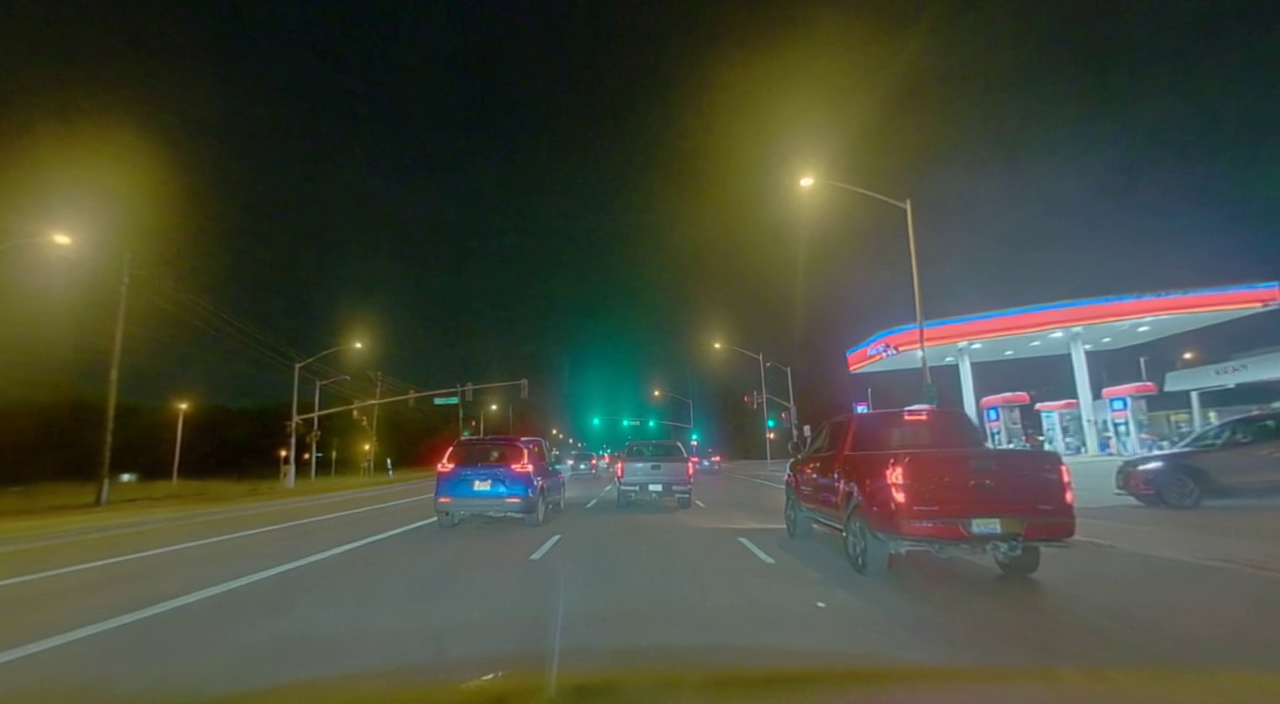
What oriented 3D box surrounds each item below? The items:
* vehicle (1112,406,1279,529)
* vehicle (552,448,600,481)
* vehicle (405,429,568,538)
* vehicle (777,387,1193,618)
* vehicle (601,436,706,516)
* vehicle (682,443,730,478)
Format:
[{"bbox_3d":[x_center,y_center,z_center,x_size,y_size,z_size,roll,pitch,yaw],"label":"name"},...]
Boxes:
[{"bbox_3d":[13.003,2.087,12.547,5.925,2.008,2.478,0,-8,-16],"label":"vehicle"},{"bbox_3d":[-3.161,5.659,32.000,1.954,1.497,4.078,0,-8,1],"label":"vehicle"},{"bbox_3d":[-2.735,2.438,12.374,2.019,1.731,4.299,0,-8,1],"label":"vehicle"},{"bbox_3d":[3.383,1.610,7.854,2.161,1.868,5.321,0,-8,0],"label":"vehicle"},{"bbox_3d":[0.262,2.889,15.223,2.181,1.650,4.083,0,-8,-1],"label":"vehicle"},{"bbox_3d":[3.525,5.857,34.225,2.122,1.745,4.337,0,-8,0],"label":"vehicle"}]
